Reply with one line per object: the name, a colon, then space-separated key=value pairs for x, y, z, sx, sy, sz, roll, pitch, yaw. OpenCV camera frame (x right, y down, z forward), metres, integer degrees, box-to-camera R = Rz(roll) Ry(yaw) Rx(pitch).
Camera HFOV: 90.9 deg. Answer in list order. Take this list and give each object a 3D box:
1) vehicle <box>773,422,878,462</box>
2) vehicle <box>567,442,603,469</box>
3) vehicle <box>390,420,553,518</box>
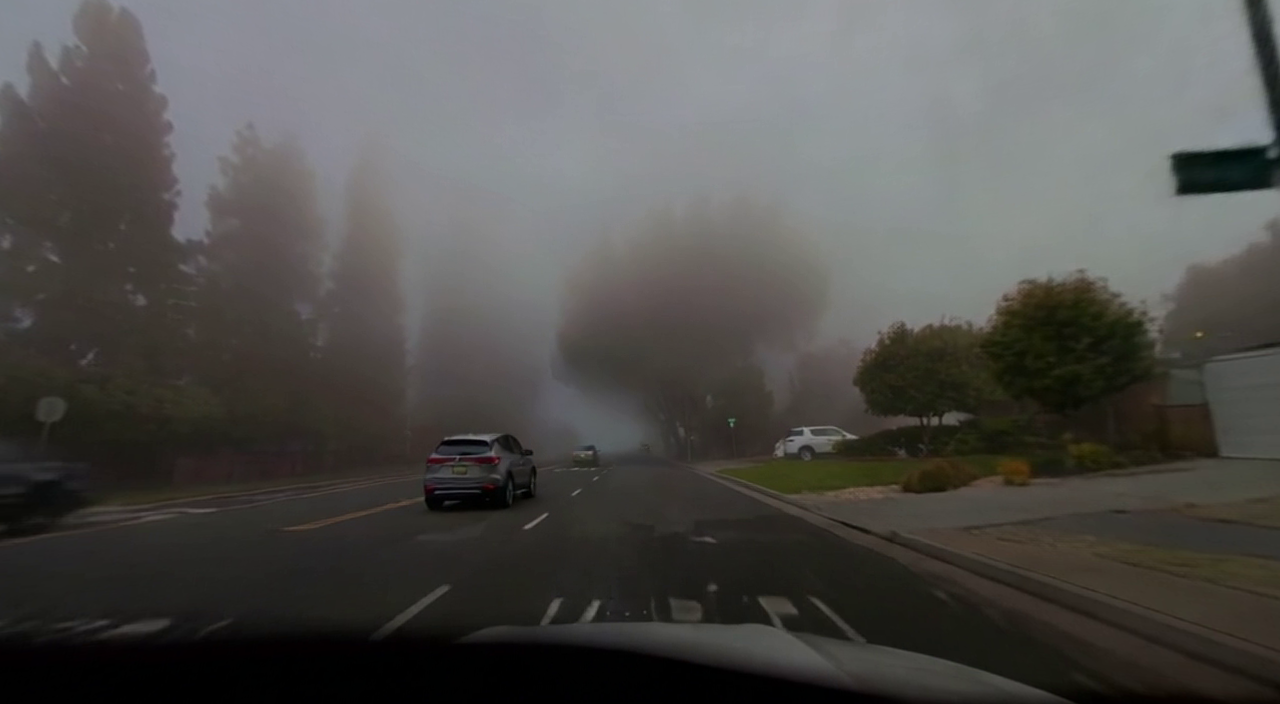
vehicle: x=9.763 y=4.797 z=33.544 sx=4.944 sy=2.023 sz=1.973 roll=0 pitch=-8 yaw=1
vehicle: x=-3.184 y=6.046 z=36.991 sx=1.802 sy=1.528 sz=3.490 roll=0 pitch=-8 yaw=0
vehicle: x=-3.358 y=2.446 z=13.655 sx=2.190 sy=1.766 sz=4.394 roll=0 pitch=-8 yaw=2
